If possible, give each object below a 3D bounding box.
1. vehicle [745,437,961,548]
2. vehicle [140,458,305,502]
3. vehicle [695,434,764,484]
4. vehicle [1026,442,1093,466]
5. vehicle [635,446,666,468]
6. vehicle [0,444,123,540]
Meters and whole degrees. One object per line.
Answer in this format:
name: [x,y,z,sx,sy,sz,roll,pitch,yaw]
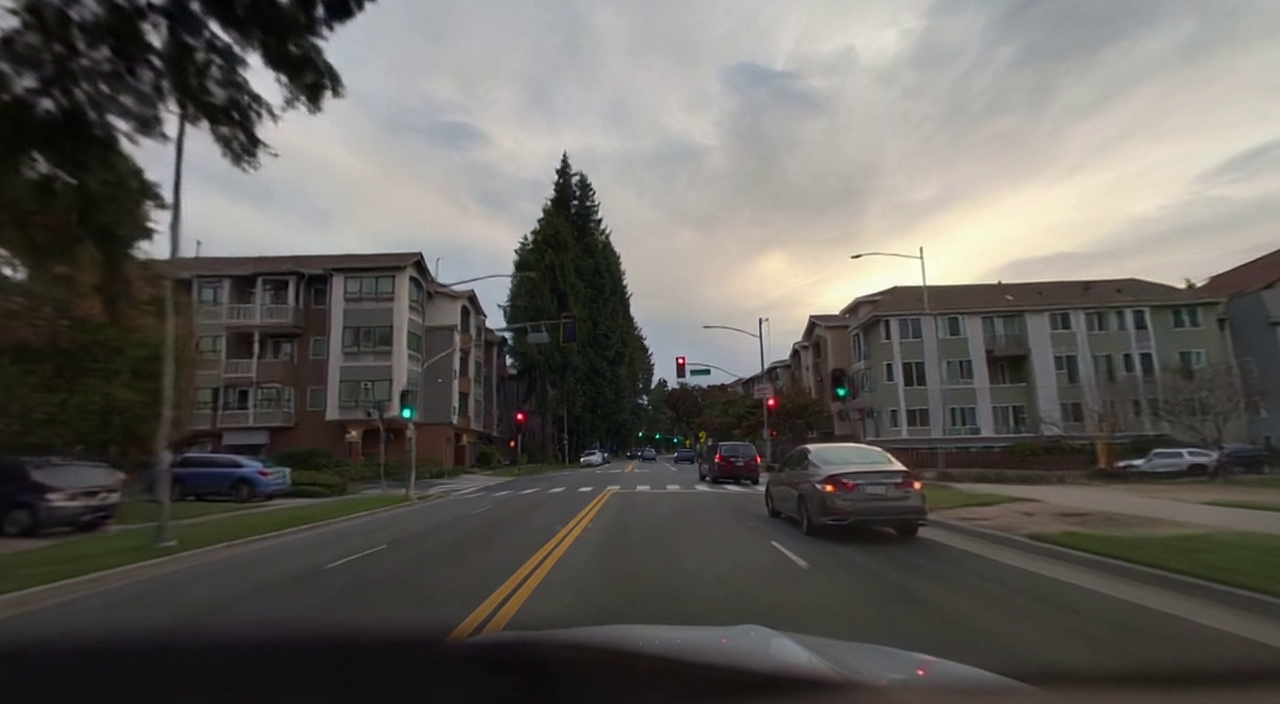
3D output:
vehicle: [3.296,2.280,11.001,2.078,1.488,4.741,0,-9,0]
vehicle: [-15.290,4.696,23.256,4.727,1.483,2.002,-1,-9,4]
vehicle: [3.577,4.388,26.218,2.199,1.872,4.513,0,-9,0]
vehicle: [28.777,7.002,43.351,1.698,1.477,3.735,-2,-9,-7]
vehicle: [0.675,7.451,44.748,2.097,1.463,4.043,0,-9,0]
vehicle: [-15.308,3.223,14.658,4.650,1.993,2.225,-2,-8,3]
